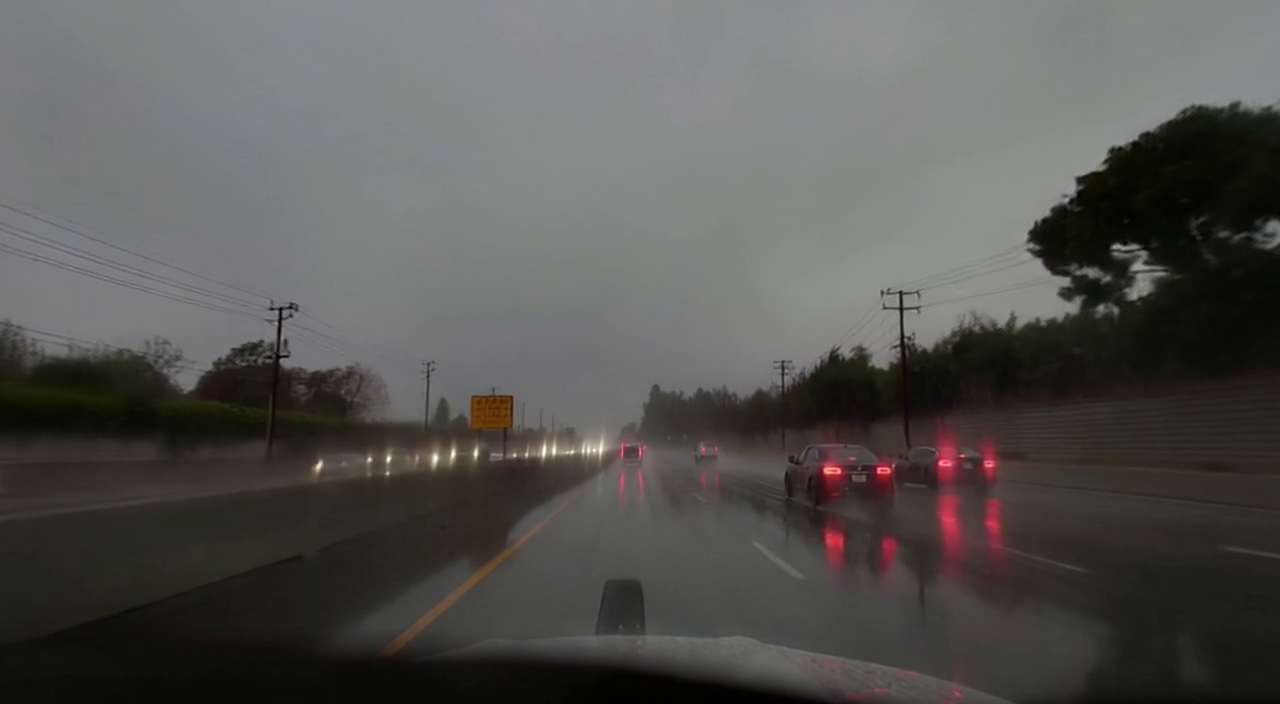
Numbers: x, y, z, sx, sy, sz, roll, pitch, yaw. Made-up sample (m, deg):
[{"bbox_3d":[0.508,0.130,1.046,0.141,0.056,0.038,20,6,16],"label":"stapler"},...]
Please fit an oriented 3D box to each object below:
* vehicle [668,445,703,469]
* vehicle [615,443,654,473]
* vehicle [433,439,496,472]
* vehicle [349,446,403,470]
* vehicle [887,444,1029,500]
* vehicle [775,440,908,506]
[{"bbox_3d":[2.996,7.010,42.401,1.981,1.480,4.316,0,-9,-1],"label":"vehicle"},{"bbox_3d":[-0.282,5.649,33.926,1.993,1.506,3.883,0,-8,-1],"label":"vehicle"},{"bbox_3d":[-10.103,6.000,36.753,2.359,1.762,4.575,0,-9,0],"label":"vehicle"},{"bbox_3d":[-20.526,8.232,49.429,2.009,1.788,4.848,0,-9,1],"label":"vehicle"},{"bbox_3d":[9.532,3.592,19.440,1.969,1.506,4.422,0,-9,-2],"label":"vehicle"},{"bbox_3d":[5.177,3.151,17.006,2.069,1.520,4.614,0,-9,0],"label":"vehicle"}]
